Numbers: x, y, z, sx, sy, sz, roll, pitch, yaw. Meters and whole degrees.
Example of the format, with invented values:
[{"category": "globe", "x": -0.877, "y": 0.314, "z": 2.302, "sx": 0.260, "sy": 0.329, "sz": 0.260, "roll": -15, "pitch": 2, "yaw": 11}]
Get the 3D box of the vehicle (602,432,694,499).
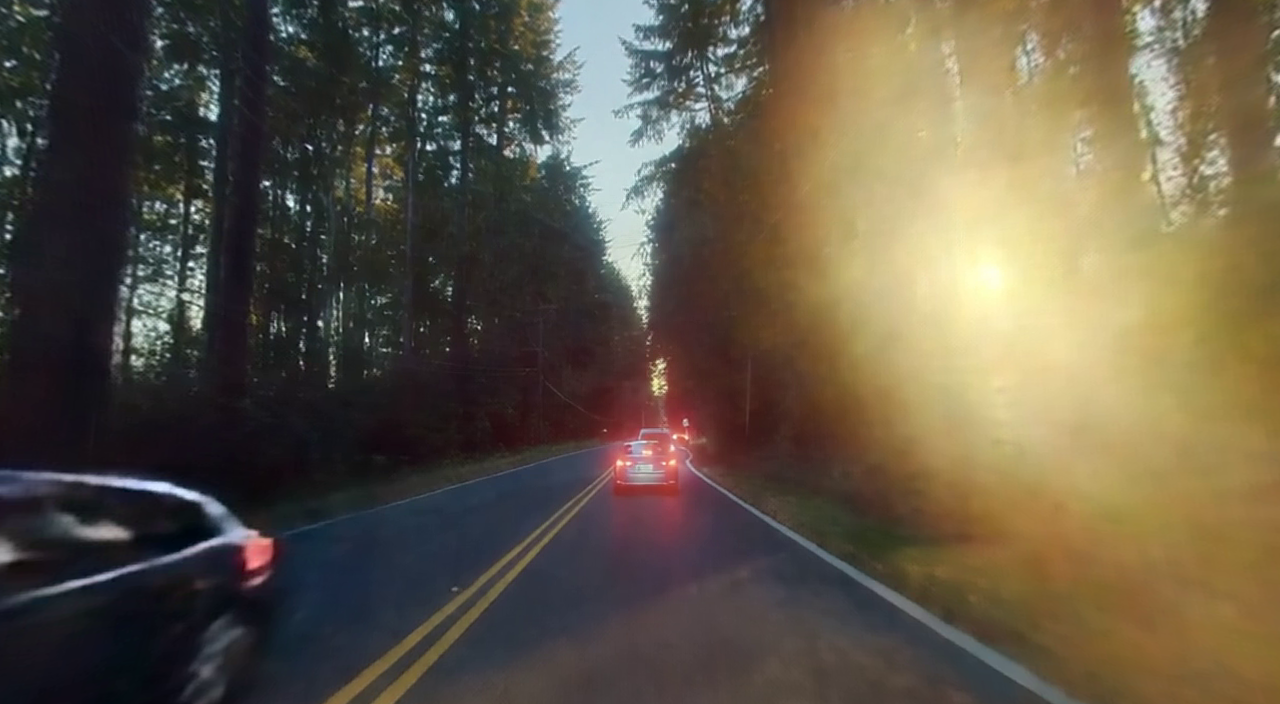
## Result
[{"category": "vehicle", "x": 0.169, "y": 2.856, "z": 16.206, "sx": 2.081, "sy": 1.503, "sz": 3.726, "roll": 0, "pitch": -8, "yaw": -1}]
